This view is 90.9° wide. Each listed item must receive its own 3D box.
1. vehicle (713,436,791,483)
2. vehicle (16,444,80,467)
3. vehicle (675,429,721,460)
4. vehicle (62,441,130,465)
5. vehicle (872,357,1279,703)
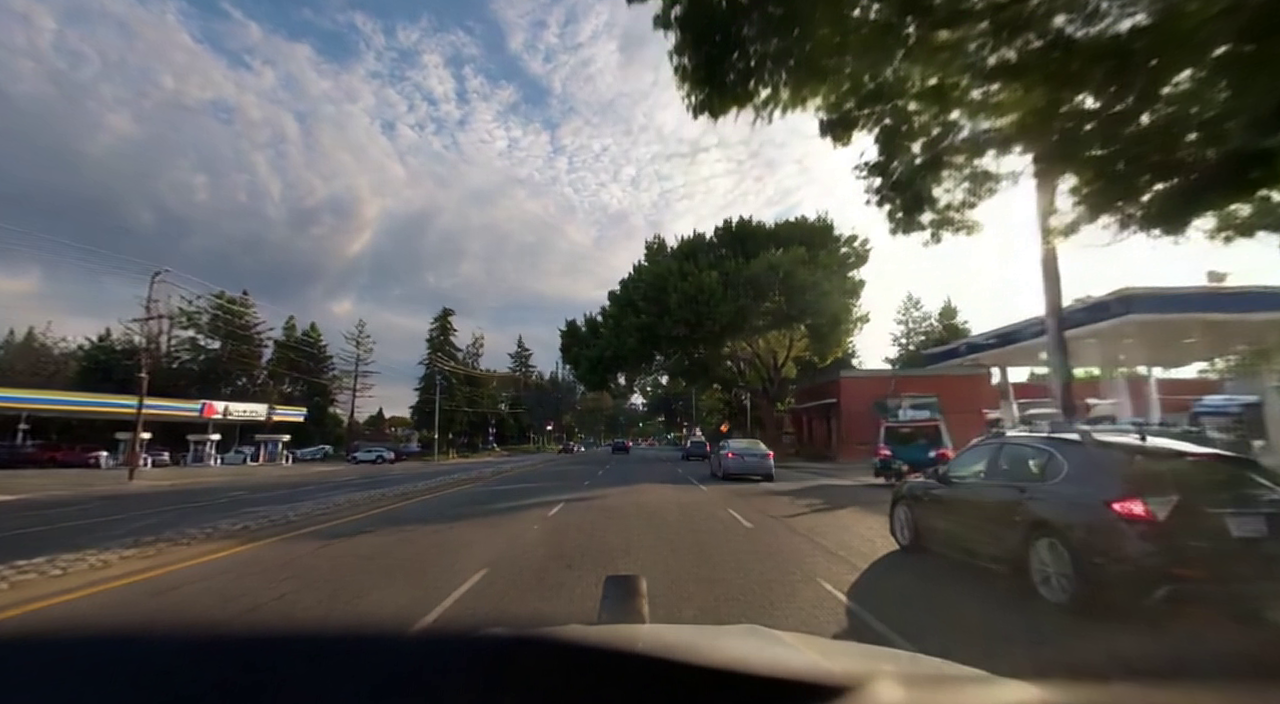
[{"bbox_3d":[3.693,3.630,21.575,1.871,1.442,4.122,0,-8,-1],"label":"vehicle"},{"bbox_3d":[-39.467,6.872,42.122,1.716,1.433,3.600,3,-9,-20],"label":"vehicle"},{"bbox_3d":[3.859,6.301,42.962,2.611,1.983,5.165,0,-8,0],"label":"vehicle"},{"bbox_3d":[-37.210,6.893,43.235,2.003,1.531,4.062,3,-9,-19],"label":"vehicle"},{"bbox_3d":[3.628,1.164,4.728,1.875,1.665,4.931,0,-8,0],"label":"vehicle"}]
